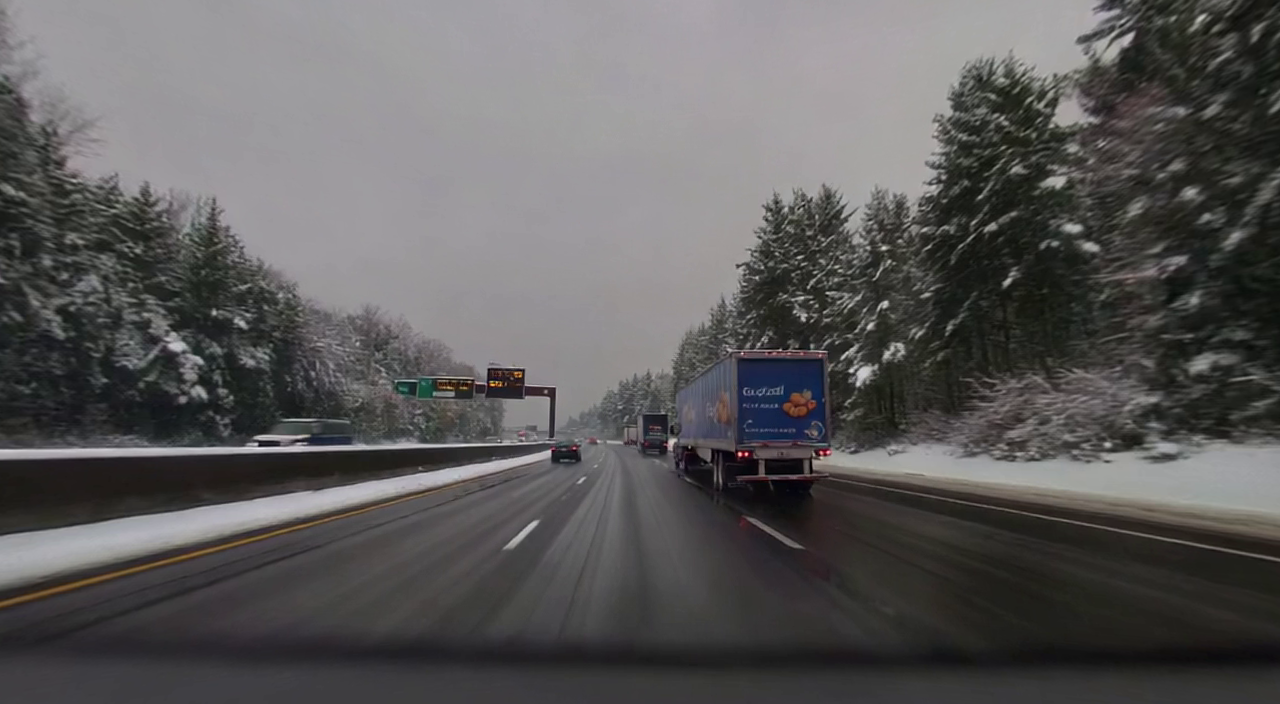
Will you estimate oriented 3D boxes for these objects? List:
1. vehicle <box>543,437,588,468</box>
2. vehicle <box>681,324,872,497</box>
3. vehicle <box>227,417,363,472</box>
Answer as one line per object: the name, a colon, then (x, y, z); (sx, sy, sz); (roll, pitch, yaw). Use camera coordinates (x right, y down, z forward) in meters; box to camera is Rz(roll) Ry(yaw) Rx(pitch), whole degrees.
vehicle: (-4.224, 5.738, 36.268); (2.206, 1.644, 4.027); (0, -8, -2)
vehicle: (3.599, 2.256, 21.249); (2.948, 4.045, 13.051); (0, -8, -3)
vehicle: (-12.797, 3.504, 23.899); (2.067, 1.825, 5.662); (0, -8, -1)
